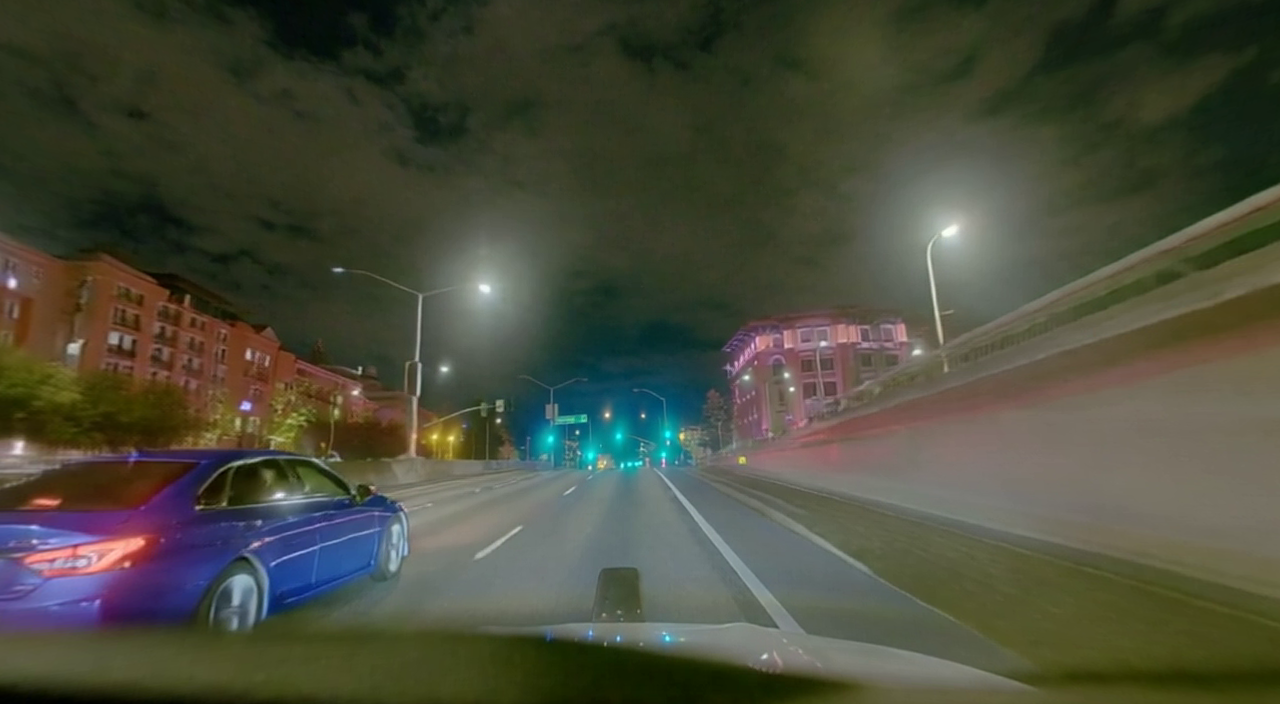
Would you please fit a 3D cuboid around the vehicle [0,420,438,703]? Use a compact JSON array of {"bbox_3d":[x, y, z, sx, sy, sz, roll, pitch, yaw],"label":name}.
[{"bbox_3d":[-3.304,1.371,4.922,2.041,1.470,4.290,0,-9,0],"label":"vehicle"}]
